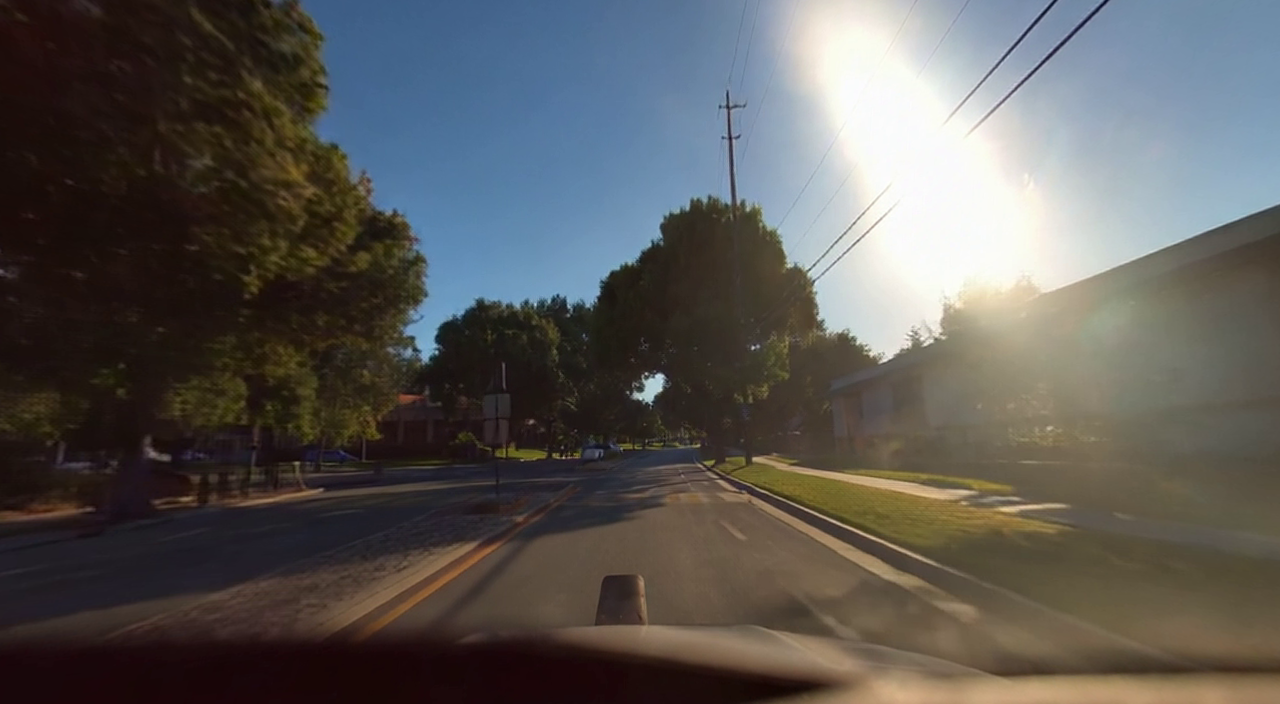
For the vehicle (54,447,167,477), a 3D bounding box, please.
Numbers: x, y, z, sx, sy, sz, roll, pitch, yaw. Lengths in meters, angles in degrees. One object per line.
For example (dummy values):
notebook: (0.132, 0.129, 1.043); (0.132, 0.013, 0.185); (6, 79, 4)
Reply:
vehicle: (-28.345, 5.881, 33.897); (4.340, 1.466, 1.938); (-1, -8, 1)
